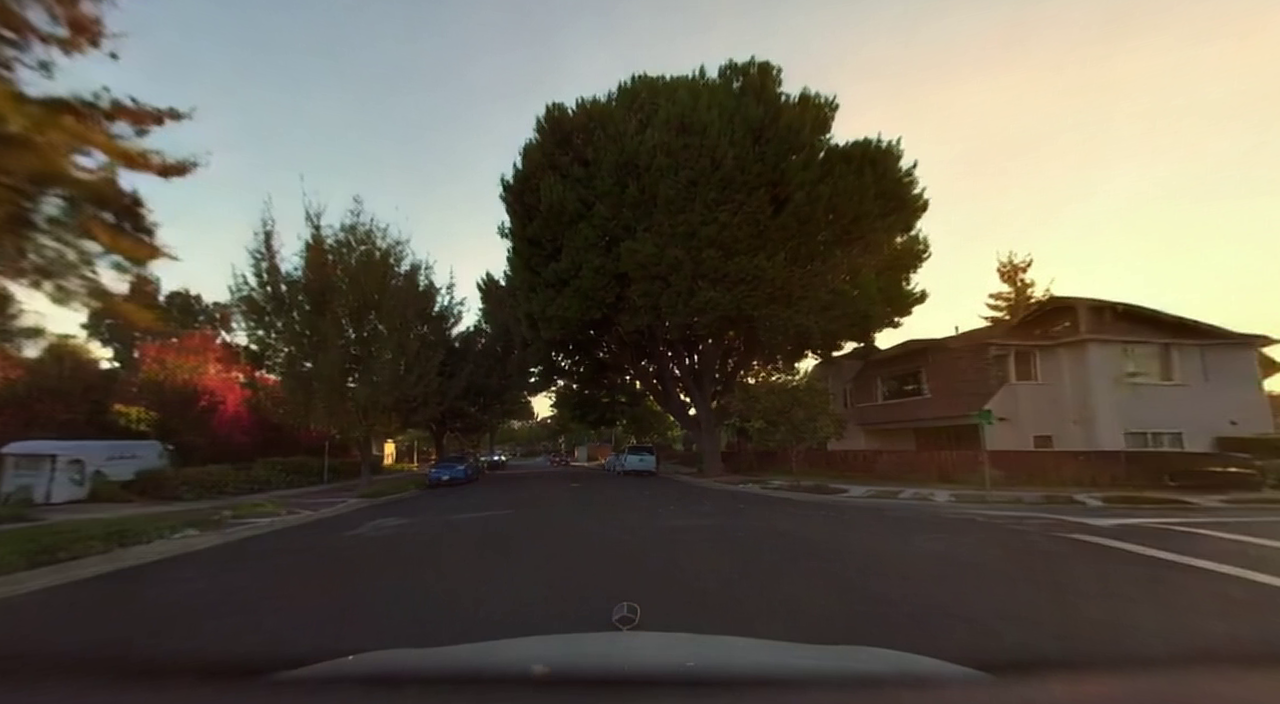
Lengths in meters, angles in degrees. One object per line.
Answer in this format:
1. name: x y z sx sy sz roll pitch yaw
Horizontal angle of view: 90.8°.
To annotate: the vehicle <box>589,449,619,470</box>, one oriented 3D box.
1. vehicle: -2.689 7.913 46.715 2.064 1.477 3.968 1 -9 -4
